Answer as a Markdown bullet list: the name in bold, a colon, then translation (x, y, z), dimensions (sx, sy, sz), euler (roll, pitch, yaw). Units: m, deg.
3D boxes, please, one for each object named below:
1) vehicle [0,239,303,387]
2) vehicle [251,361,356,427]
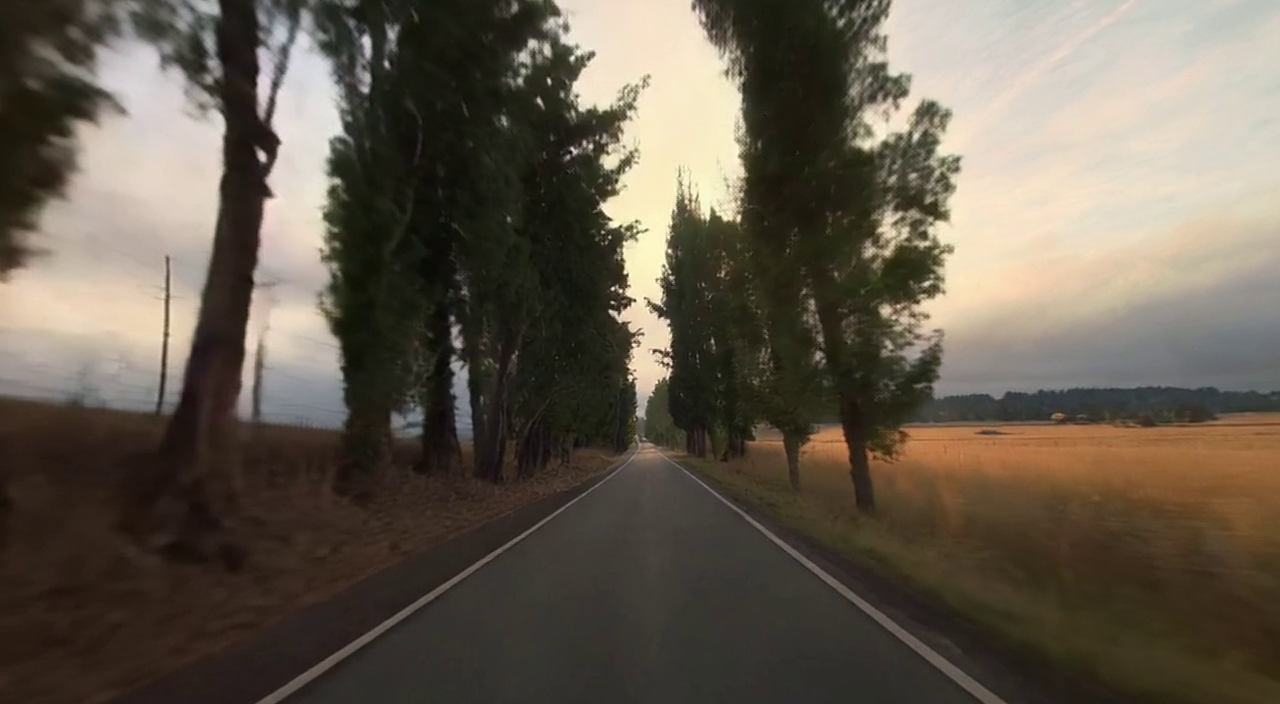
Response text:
- **vehicle**: translation (-25.736, -1.292, 35.799), dimensions (3.314, 4.163, 16.558), euler (-1, -12, 3)
- **vehicle**: translation (-24.421, 3.038, 46.495), dimensions (3.022, 4.324, 8.607), euler (-1, -3, 0)
